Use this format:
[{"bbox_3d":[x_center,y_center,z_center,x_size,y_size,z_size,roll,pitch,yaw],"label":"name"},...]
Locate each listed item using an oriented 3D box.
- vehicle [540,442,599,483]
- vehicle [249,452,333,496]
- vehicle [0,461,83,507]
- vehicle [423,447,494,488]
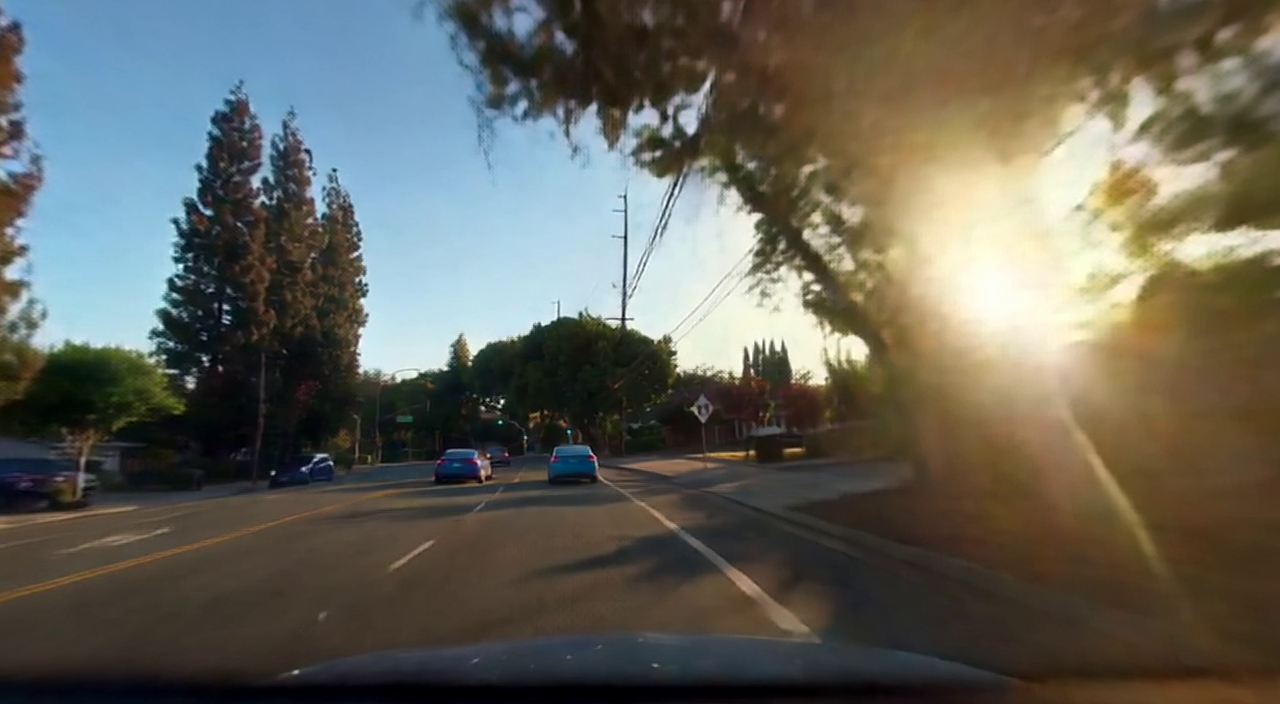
[{"bbox_3d":[-2.921,4.432,25.693,2.168,1.504,4.284,1,-9,-8],"label":"vehicle"},{"bbox_3d":[-18.820,6.538,34.415,2.094,2.000,5.603,2,-7,-8],"label":"vehicle"},{"bbox_3d":[-23.997,5.045,23.892,3.916,1.509,1.804,-2,-8,-13],"label":"vehicle"},{"bbox_3d":[-6.793,4.333,24.069,1.913,1.425,4.235,1,-9,-7],"label":"vehicle"}]
